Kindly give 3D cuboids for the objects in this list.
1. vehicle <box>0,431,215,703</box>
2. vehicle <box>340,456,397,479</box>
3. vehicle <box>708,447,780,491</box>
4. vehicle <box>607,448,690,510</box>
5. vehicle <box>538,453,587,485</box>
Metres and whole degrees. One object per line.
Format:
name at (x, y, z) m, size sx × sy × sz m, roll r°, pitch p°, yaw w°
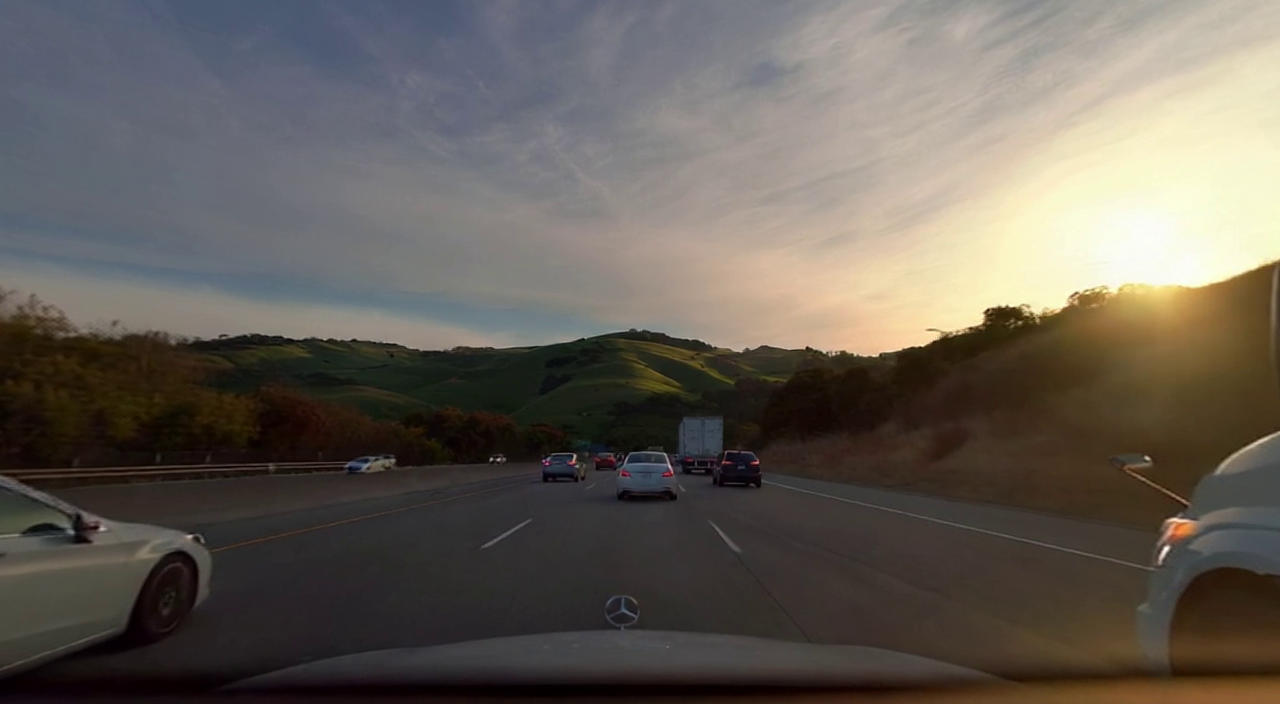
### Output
vehicle at (-4.413, 1.093, 2.793) m, size 1.920 × 1.506 × 4.454 m, roll 0°, pitch -9°, yaw 0°
vehicle at (-18.945, 8.046, 44.235) m, size 1.985 × 1.527 × 4.174 m, roll -1°, pitch -9°, yaw 3°
vehicle at (4.036, 4.631, 25.305) m, size 2.029 × 1.579 × 4.484 m, roll 0°, pitch -9°, yaw -1°
vehicle at (0.228, 3.428, 17.392) m, size 2.041 × 1.484 × 3.535 m, roll 0°, pitch -9°, yaw 0°
vehicle at (-3.787, 5.776, 31.419) m, size 1.848 × 1.486 × 3.832 m, roll 0°, pitch -9°, yaw 1°
